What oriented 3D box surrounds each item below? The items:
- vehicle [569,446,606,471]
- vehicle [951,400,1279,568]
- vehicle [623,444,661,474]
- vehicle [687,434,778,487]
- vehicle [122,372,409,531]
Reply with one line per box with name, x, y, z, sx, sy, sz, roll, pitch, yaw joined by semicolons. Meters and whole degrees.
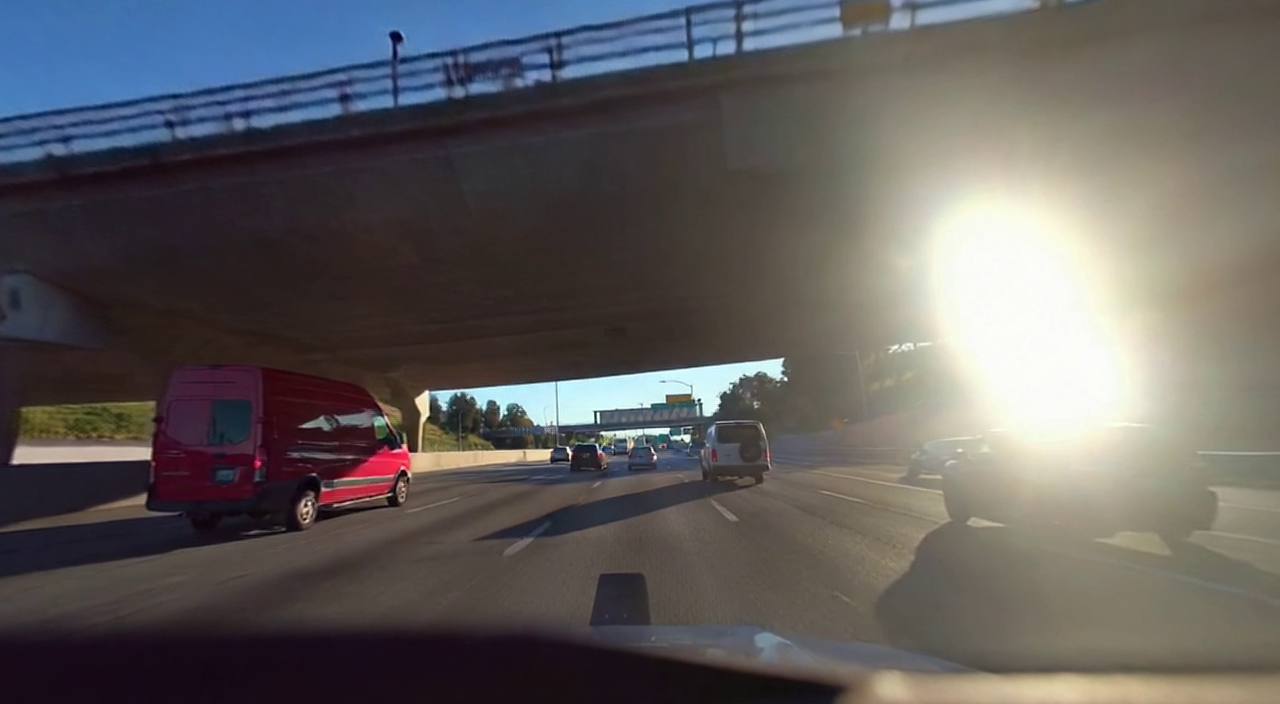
vehicle;-3.359;6.894;40.958;1.970;1.483;4.071;0;-9;1
vehicle;7.488;1.877;9.866;2.304;1.840;5.706;0;-9;0
vehicle;0.115;6.155;36.661;2.115;1.617;4.102;0;-9;0
vehicle;3.560;4.348;25.673;2.777;1.895;5.710;0;-9;0
vehicle;-7.607;2.179;14.086;2.336;2.708;6.421;0;-9;1
